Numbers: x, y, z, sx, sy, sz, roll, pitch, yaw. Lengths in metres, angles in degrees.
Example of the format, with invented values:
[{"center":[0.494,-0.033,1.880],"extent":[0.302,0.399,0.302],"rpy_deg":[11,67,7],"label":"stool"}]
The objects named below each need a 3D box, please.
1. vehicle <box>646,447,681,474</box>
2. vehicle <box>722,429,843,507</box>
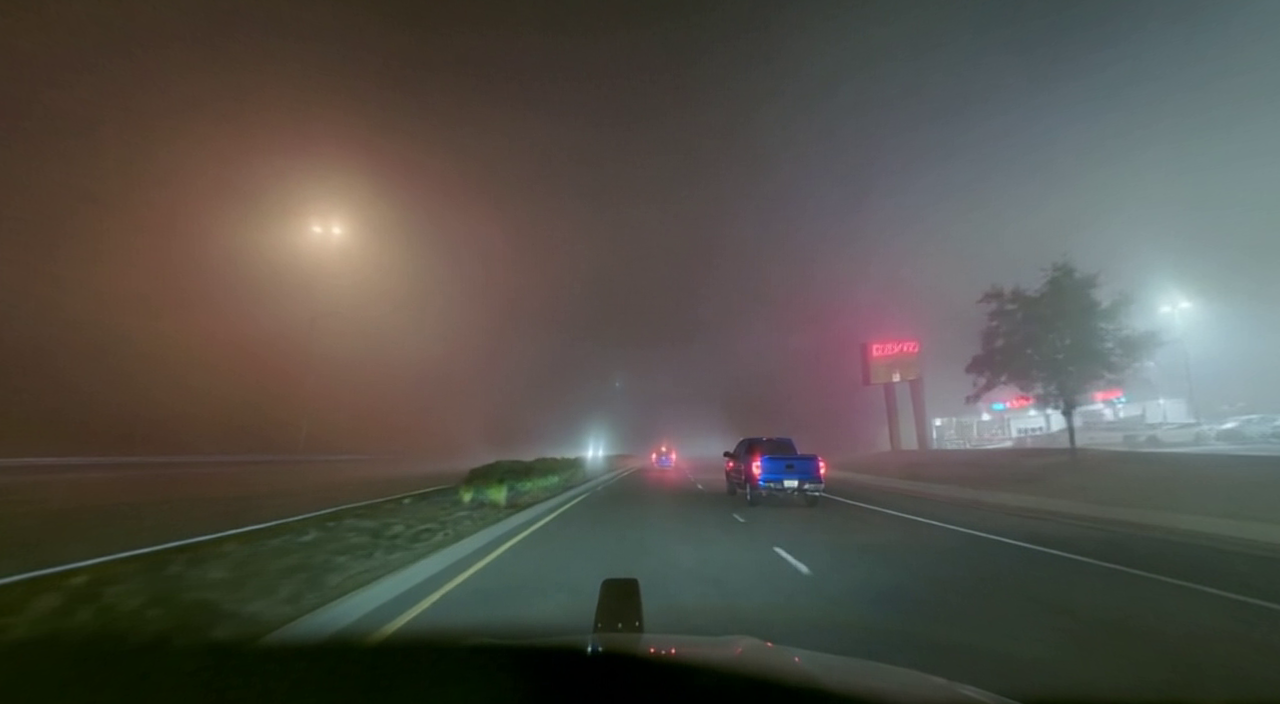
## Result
[{"center":[1.430,6.449,37.705],"extent":[1.968,1.521,4.262],"rpy_deg":[0,-9,2],"label":"vehicle"},{"center":[3.948,3.354,18.725],"extent":[2.367,1.919,5.651],"rpy_deg":[1,-9,1],"label":"vehicle"}]
